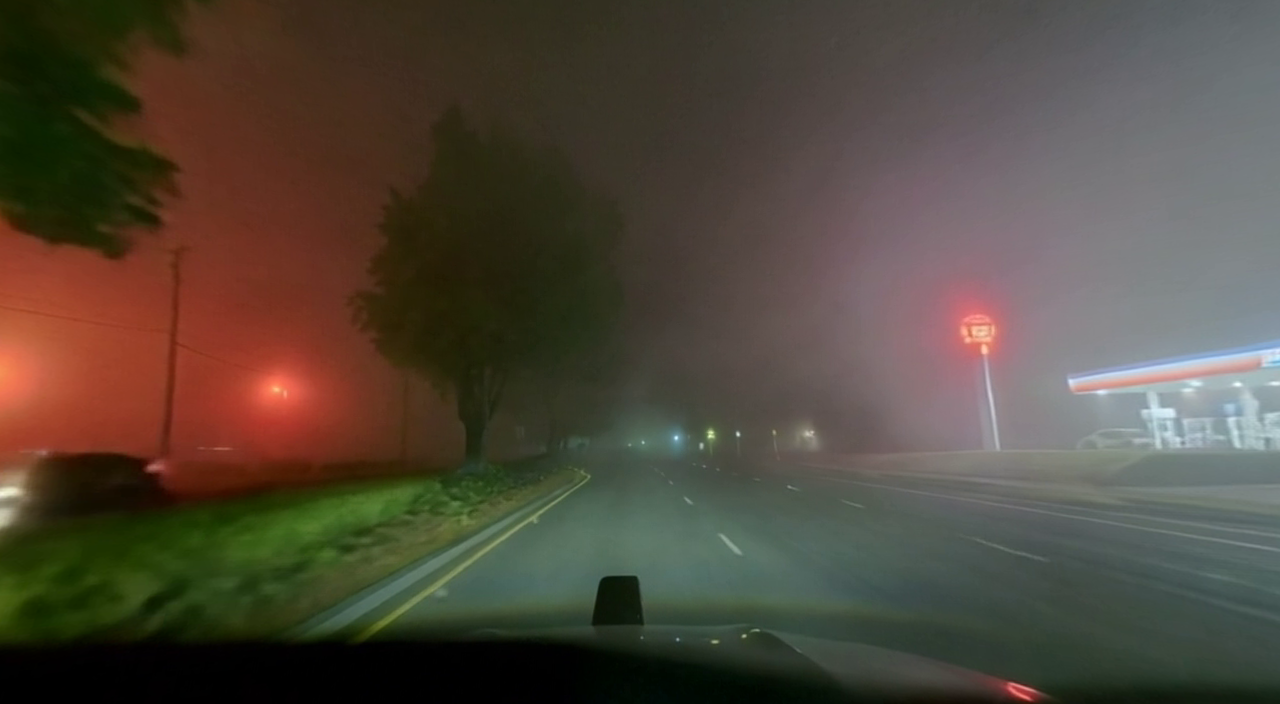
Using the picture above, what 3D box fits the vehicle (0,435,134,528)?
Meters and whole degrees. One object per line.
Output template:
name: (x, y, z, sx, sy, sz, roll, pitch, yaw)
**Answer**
vehicle: (-12.268, 2.415, 12.027, 1.861, 1.616, 4.077, 0, -8, 0)
